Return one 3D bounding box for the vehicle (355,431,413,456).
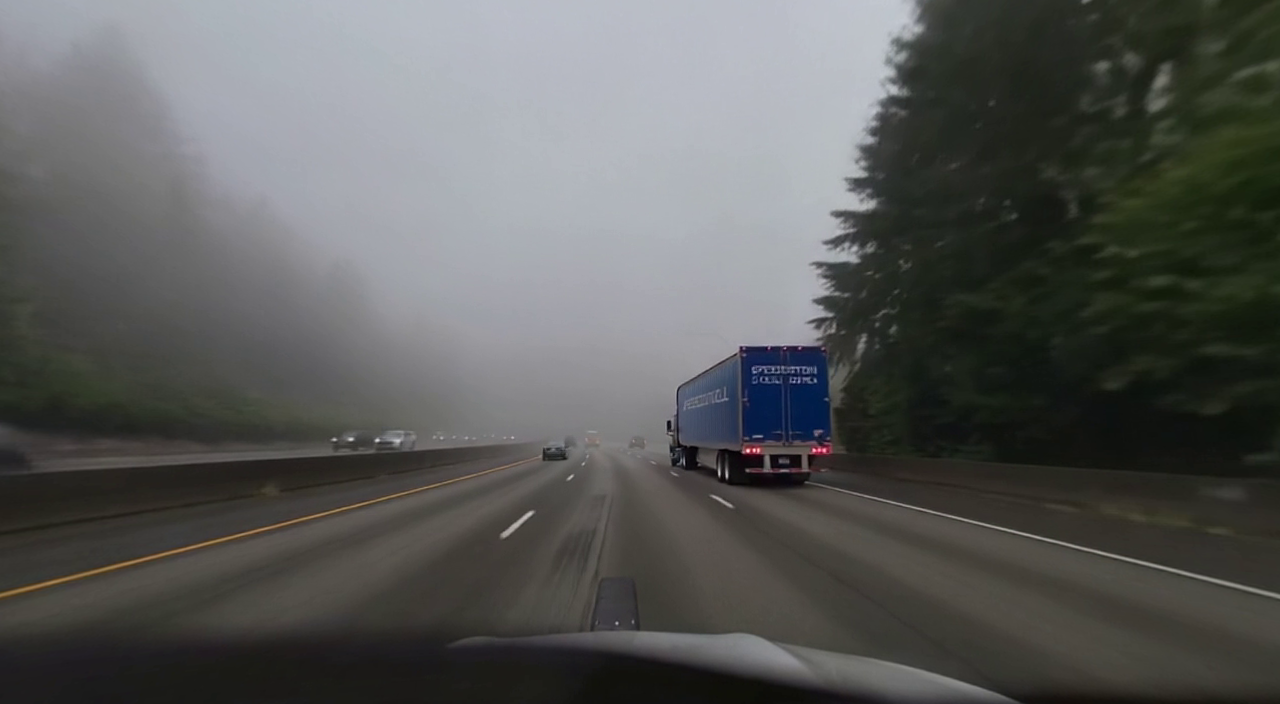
[{"bbox_3d":[-16.116,5.780,39.996,1.917,1.485,4.686,1,-8,-3],"label":"vehicle"}]

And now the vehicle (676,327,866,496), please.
[{"bbox_3d":[3.538,2.366,22.307,2.910,4.051,14.278,1,-8,-3],"label":"vehicle"}]

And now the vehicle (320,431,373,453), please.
[{"bbox_3d":[-20.633,6.362,44.455,2.009,1.489,3.977,1,-8,-3],"label":"vehicle"}]

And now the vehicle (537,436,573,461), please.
[{"bbox_3d":[-5.686,6.489,42.556,2.030,1.547,3.862,1,-8,-3],"label":"vehicle"}]
